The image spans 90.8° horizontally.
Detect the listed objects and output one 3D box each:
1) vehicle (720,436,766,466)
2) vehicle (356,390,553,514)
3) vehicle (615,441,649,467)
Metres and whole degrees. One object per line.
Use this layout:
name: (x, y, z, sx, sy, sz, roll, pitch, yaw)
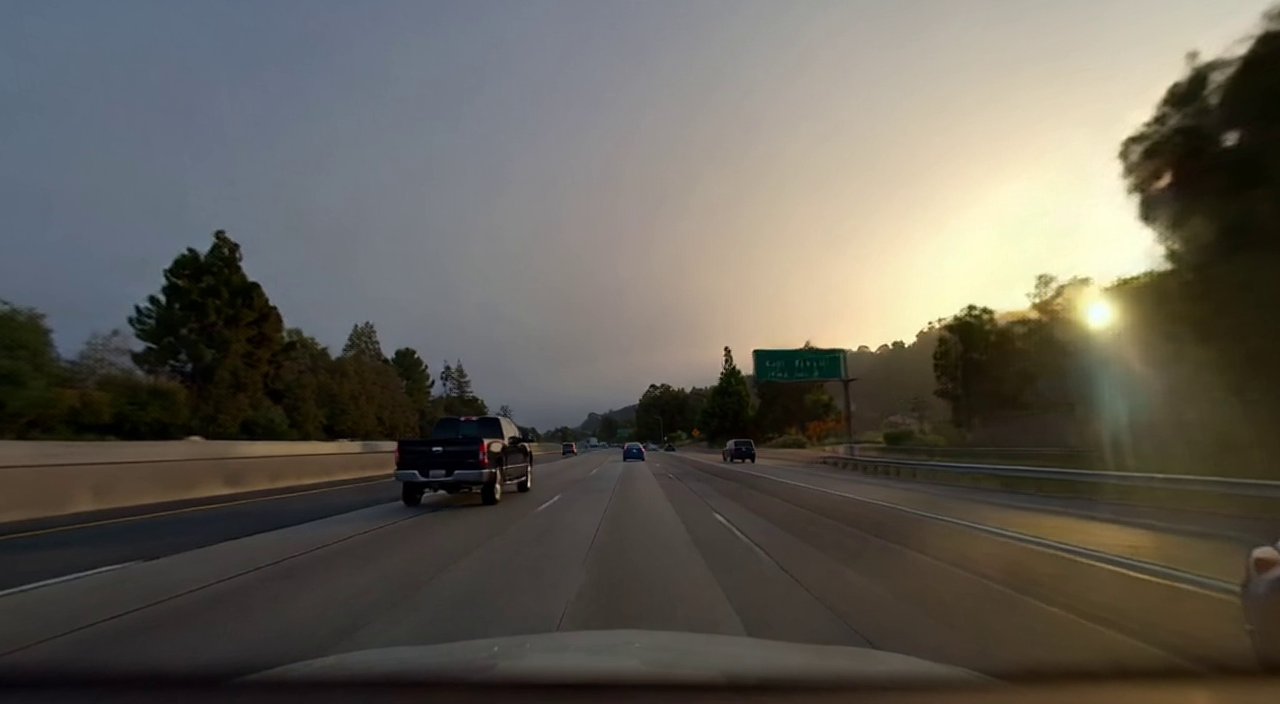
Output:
vehicle: (6.771, 6.605, 42.284, 2.103, 1.898, 5.310, 0, -9, -1)
vehicle: (-3.696, 2.222, 14.243, 2.592, 2.179, 6.034, 0, -9, 0)
vehicle: (-0.537, 6.771, 42.183, 2.157, 1.642, 4.189, 0, -9, -2)
